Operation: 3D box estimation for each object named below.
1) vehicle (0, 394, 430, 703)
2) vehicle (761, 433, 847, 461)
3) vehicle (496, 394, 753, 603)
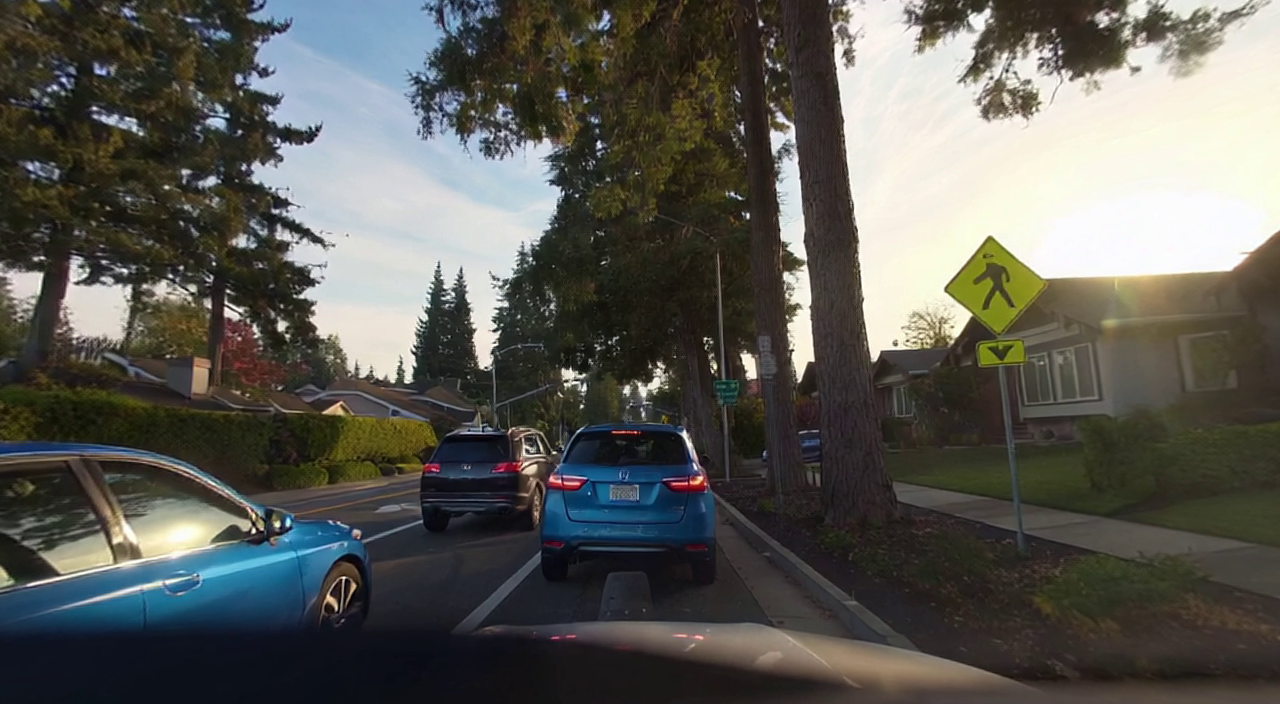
[{"bbox_3d":[-2.865,1.054,3.089,1.968,1.472,4.685,0,-9,1],"label":"vehicle"},{"bbox_3d":[9.307,5.445,35.999,4.456,1.504,1.914,-1,-9,5],"label":"vehicle"},{"bbox_3d":[-0.133,1.509,7.254,2.120,1.718,3.909,0,-9,0],"label":"vehicle"}]
